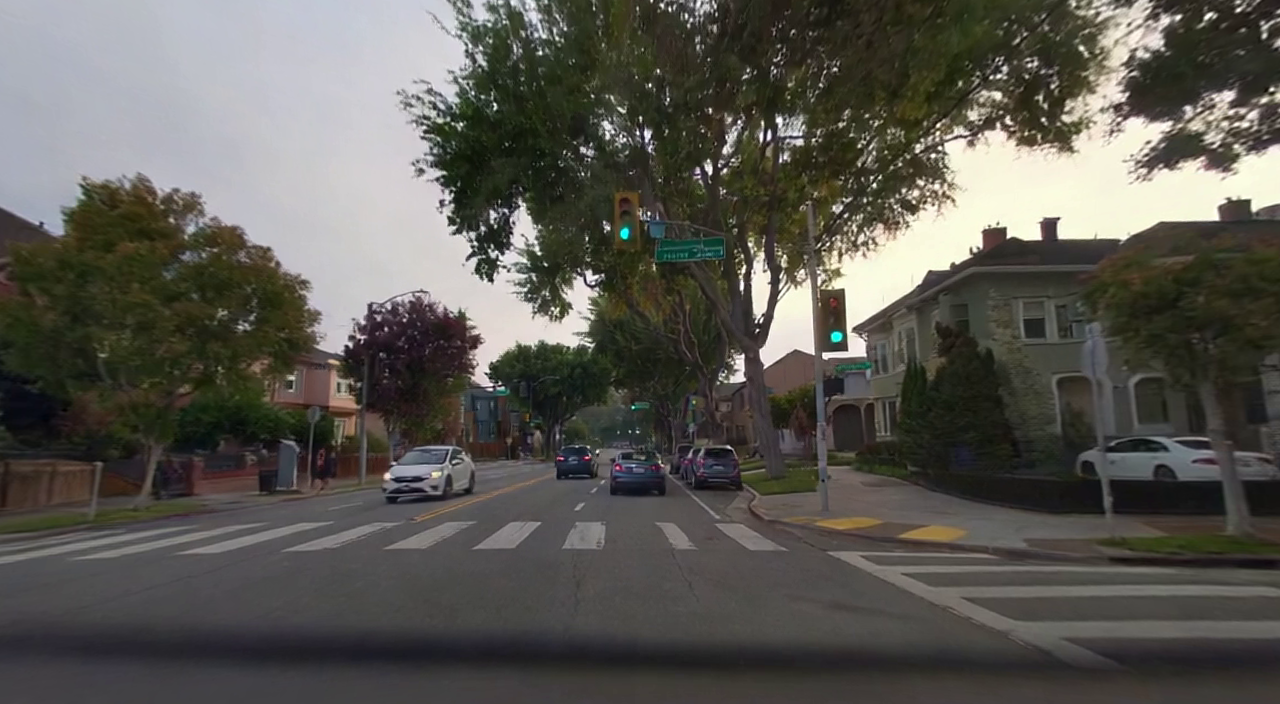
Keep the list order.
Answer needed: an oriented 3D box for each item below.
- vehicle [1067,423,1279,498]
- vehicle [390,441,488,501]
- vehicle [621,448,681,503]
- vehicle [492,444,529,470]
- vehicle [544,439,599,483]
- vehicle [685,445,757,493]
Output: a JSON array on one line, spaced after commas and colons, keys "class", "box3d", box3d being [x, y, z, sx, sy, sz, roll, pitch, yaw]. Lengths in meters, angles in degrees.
[{"class": "vehicle", "box3d": [13.907, 2.770, 16.461, 1.871, 1.651, 5.002, 0, -8, -1]}, {"class": "vehicle", "box3d": [-6.230, 3.702, 20.032, 1.976, 1.689, 4.071, 1, -8, -3]}, {"class": "vehicle", "box3d": [0.251, 3.534, 18.303, 1.485, 1.385, 3.283, 2, -9, -3]}, {"class": "vehicle", "box3d": [-9.414, 7.660, 46.070, 1.850, 1.720, 4.237, -2, -8, 0]}, {"class": "vehicle", "box3d": [-3.004, 4.875, 28.482, 1.983, 1.841, 4.013, 0, -8, 1]}, {"class": "vehicle", "box3d": [2.814, 4.173, 22.871, 1.905, 1.589, 4.028, 1, -8, -3]}]
